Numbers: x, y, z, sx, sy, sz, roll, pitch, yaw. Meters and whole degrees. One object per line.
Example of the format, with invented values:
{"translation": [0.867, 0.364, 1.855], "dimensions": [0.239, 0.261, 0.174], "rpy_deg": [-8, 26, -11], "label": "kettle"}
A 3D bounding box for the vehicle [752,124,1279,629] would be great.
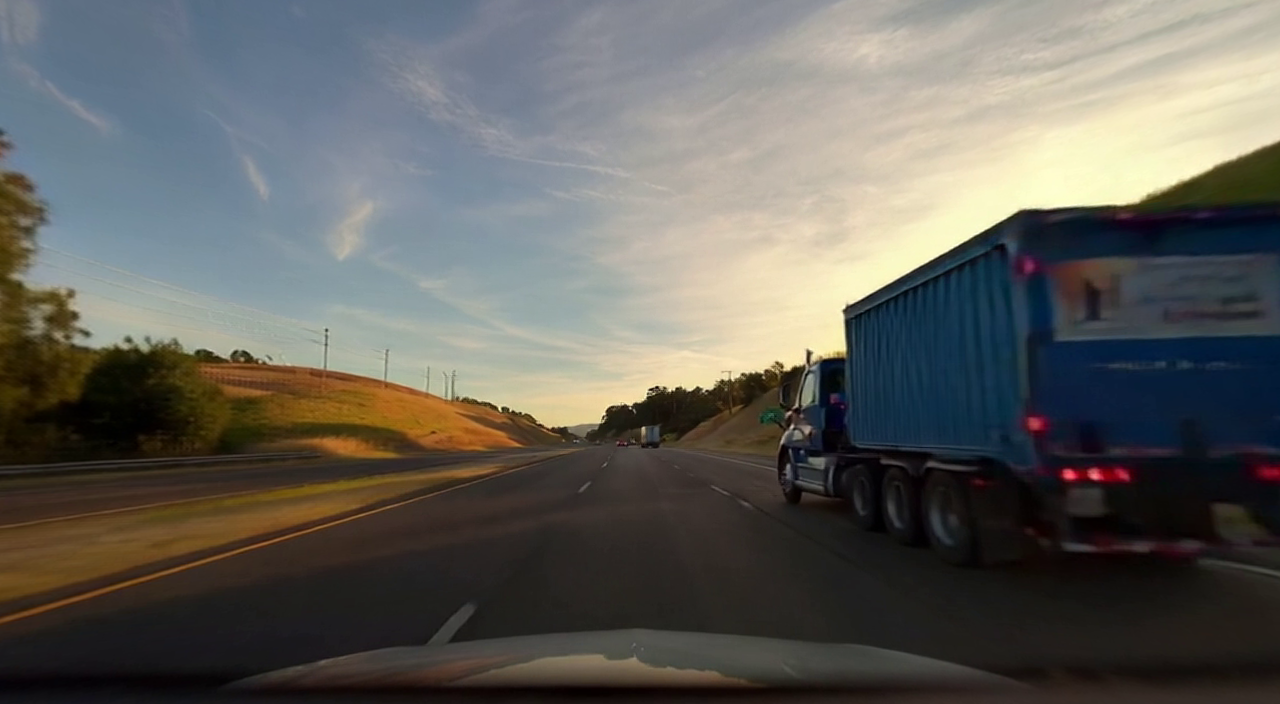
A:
{"translation": [4.145, 0.710, 9.125], "dimensions": [3.037, 3.672, 9.136], "rpy_deg": [0, -8, -2], "label": "vehicle"}
